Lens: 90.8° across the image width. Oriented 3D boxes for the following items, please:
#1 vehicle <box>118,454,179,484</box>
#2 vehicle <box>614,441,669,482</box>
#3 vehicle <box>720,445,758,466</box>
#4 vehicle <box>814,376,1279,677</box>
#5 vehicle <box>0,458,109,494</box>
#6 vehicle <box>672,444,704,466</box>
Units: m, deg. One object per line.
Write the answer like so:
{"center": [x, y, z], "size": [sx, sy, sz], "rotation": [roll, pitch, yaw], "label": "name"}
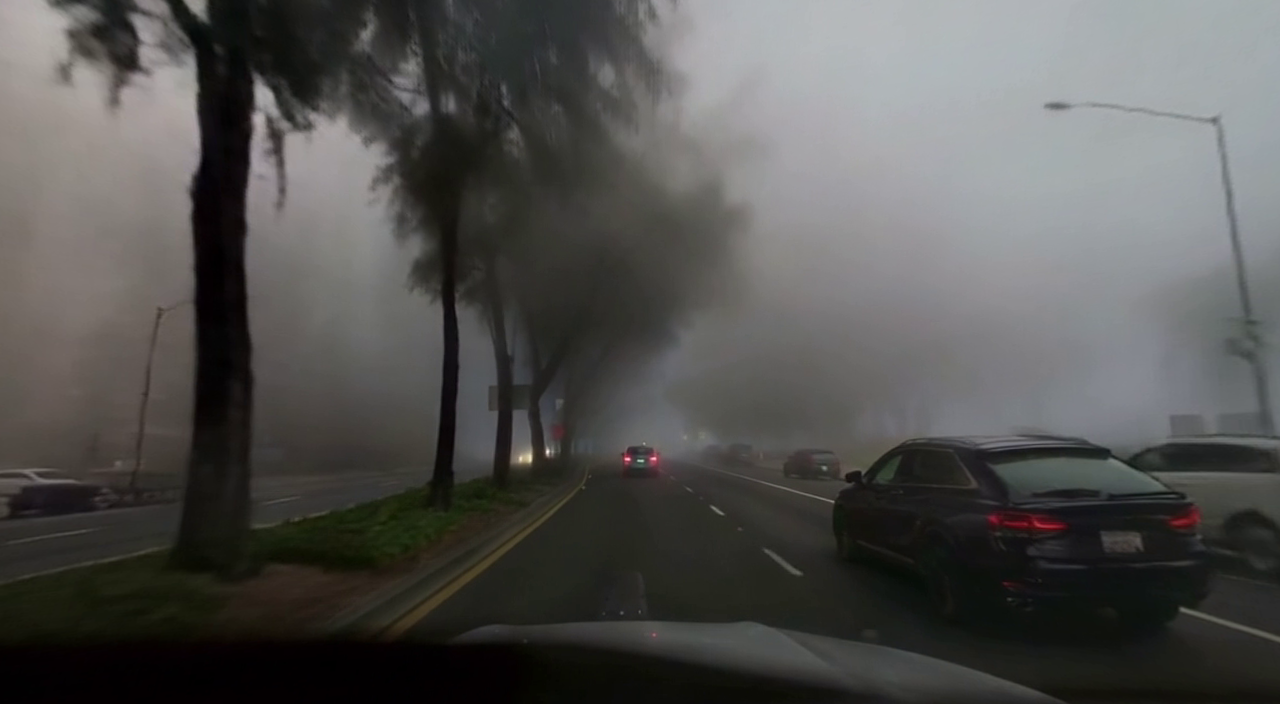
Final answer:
{"center": [-30.838, 7.285, 39.599], "size": [4.272, 1.704, 2.031], "rotation": [-8, -11, 40], "label": "vehicle"}
{"center": [0.031, 4.306, 25.059], "size": [2.006, 1.487, 3.535], "rotation": [0, -9, -1], "label": "vehicle"}
{"center": [7.378, 7.738, 47.481], "size": [1.936, 1.516, 4.579], "rotation": [0, -9, -2], "label": "vehicle"}
{"center": [3.164, 1.304, 5.738], "size": [1.949, 1.723, 4.020], "rotation": [0, -9, -1], "label": "vehicle"}
{"center": [-27.643, 5.652, 28.977], "size": [4.732, 1.497, 2.077], "rotation": [-1, -9, 2], "label": "vehicle"}
{"center": [3.380, 7.363, 45.442], "size": [1.910, 1.474, 4.003], "rotation": [0, -9, -1], "label": "vehicle"}
